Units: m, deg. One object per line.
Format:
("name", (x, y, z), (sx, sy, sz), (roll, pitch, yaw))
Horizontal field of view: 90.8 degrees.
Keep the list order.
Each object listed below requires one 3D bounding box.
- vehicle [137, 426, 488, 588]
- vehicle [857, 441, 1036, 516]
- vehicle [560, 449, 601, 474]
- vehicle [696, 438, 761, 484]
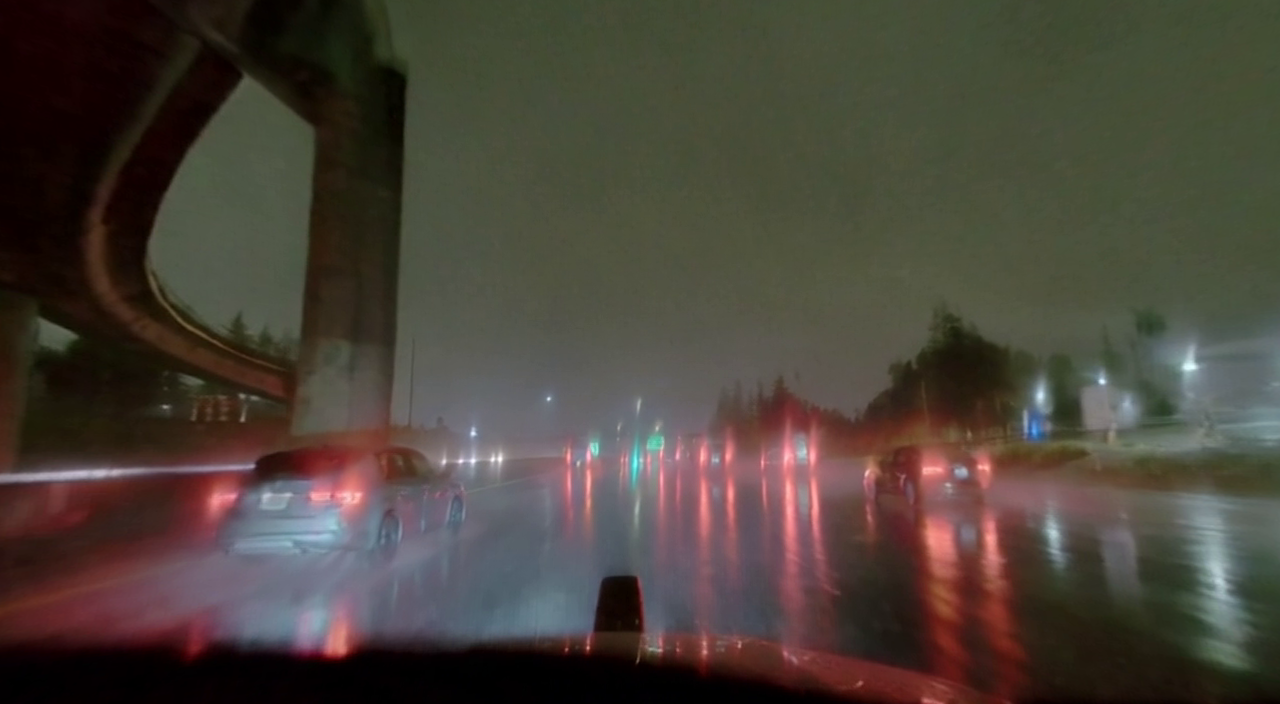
("vehicle", (-3.593, 1.813, 8.228), (1.997, 1.476, 4.703), (0, -9, 1))
("vehicle", (6.903, 2.892, 14.856), (1.989, 1.472, 4.322), (0, -9, 0))
("vehicle", (-3.572, 6.740, 38.909), (2.047, 1.464, 4.387), (0, -9, 1))
("vehicle", (3.604, 4.547, 26.441), (2.072, 1.761, 4.242), (0, -9, 0))
